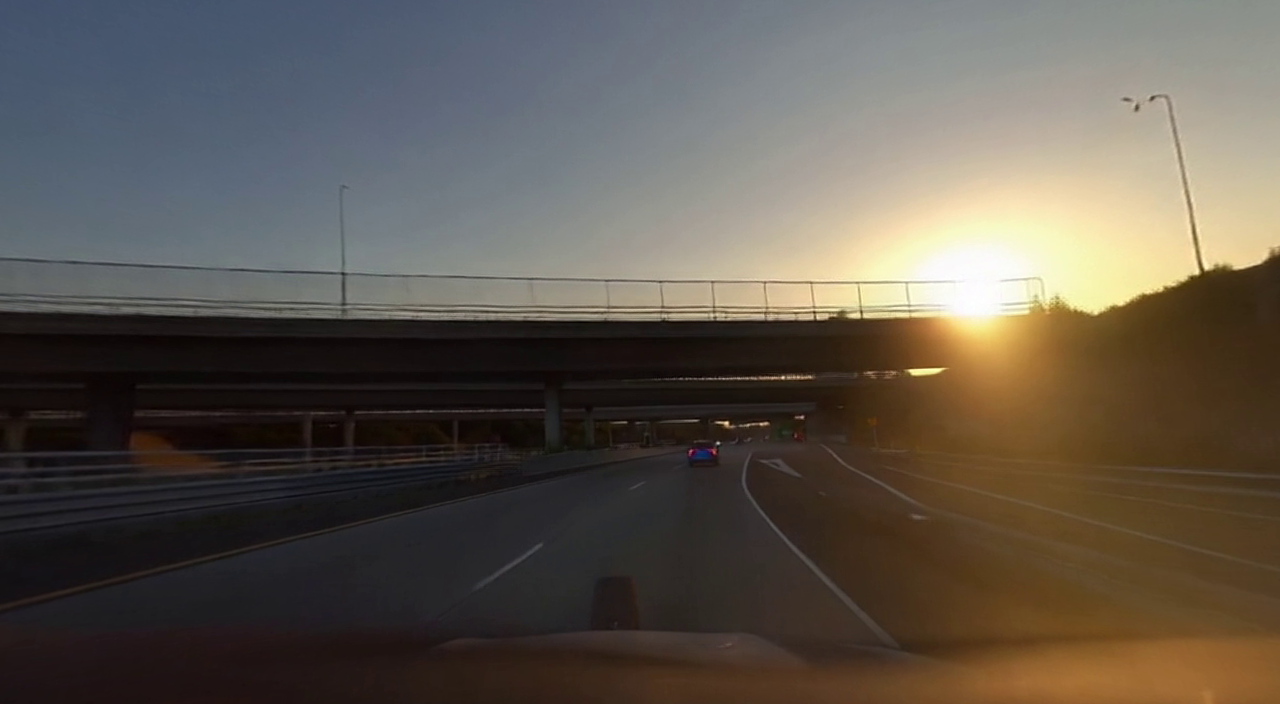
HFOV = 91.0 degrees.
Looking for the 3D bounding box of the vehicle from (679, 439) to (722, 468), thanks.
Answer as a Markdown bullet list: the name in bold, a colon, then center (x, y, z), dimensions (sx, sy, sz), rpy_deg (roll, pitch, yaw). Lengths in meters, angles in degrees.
- **vehicle**: center (3.328, 5.431, 33.940), dimensions (2.028, 1.440, 3.970), rpy_deg (-2, -8, 9)
